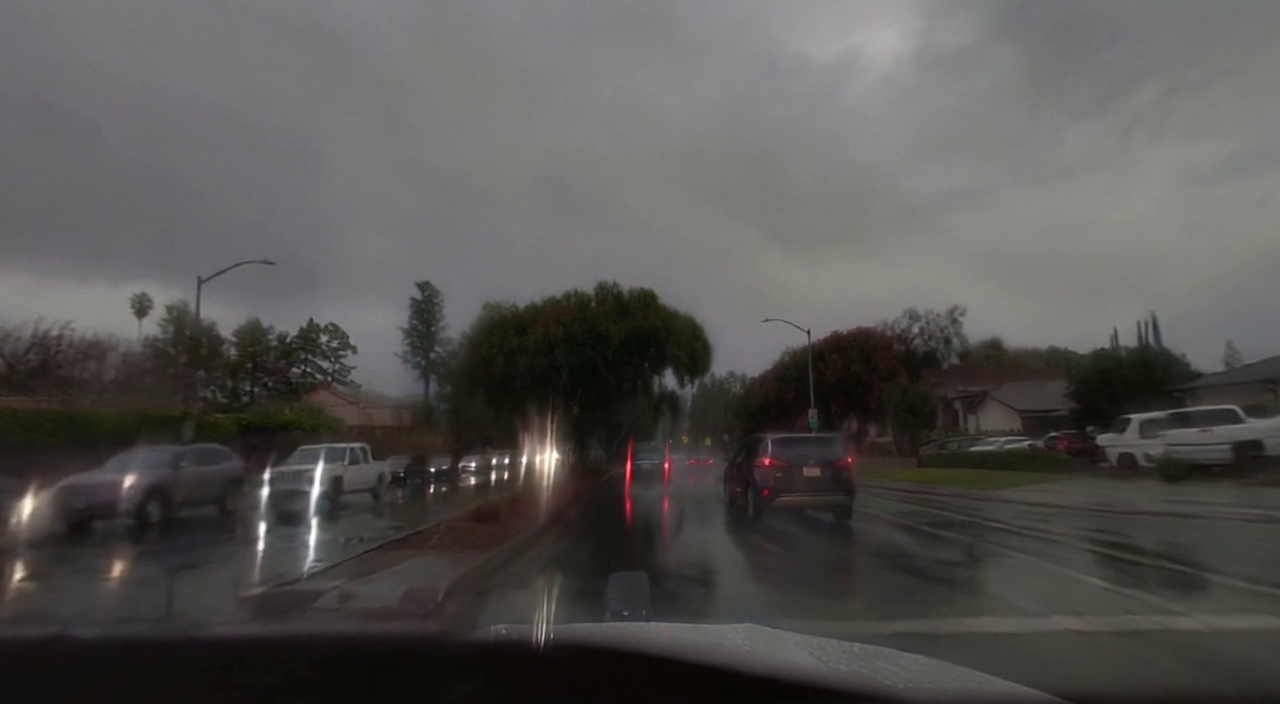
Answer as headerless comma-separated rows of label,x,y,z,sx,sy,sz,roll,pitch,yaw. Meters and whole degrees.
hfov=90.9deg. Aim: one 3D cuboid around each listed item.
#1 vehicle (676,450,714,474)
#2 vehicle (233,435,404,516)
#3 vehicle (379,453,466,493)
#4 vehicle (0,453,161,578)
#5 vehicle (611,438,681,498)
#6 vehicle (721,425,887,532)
vehicle,3.638,7.380,42.616,2.096,1.489,4.757,0,-9,0
vehicle,-8.734,3.377,17.799,2.182,1.939,4.889,0,-9,1
vehicle,-8.779,4.913,25.890,1.923,1.433,4.450,-1,-9,1
vehicle,-8.492,1.930,7.383,2.083,1.420,4.702,0,-9,0
vehicle,0.184,3.977,21.990,2.185,1.822,4.391,0,-9,0
vehicle,3.083,2.507,13.025,2.166,1.799,4.372,0,-9,-1
